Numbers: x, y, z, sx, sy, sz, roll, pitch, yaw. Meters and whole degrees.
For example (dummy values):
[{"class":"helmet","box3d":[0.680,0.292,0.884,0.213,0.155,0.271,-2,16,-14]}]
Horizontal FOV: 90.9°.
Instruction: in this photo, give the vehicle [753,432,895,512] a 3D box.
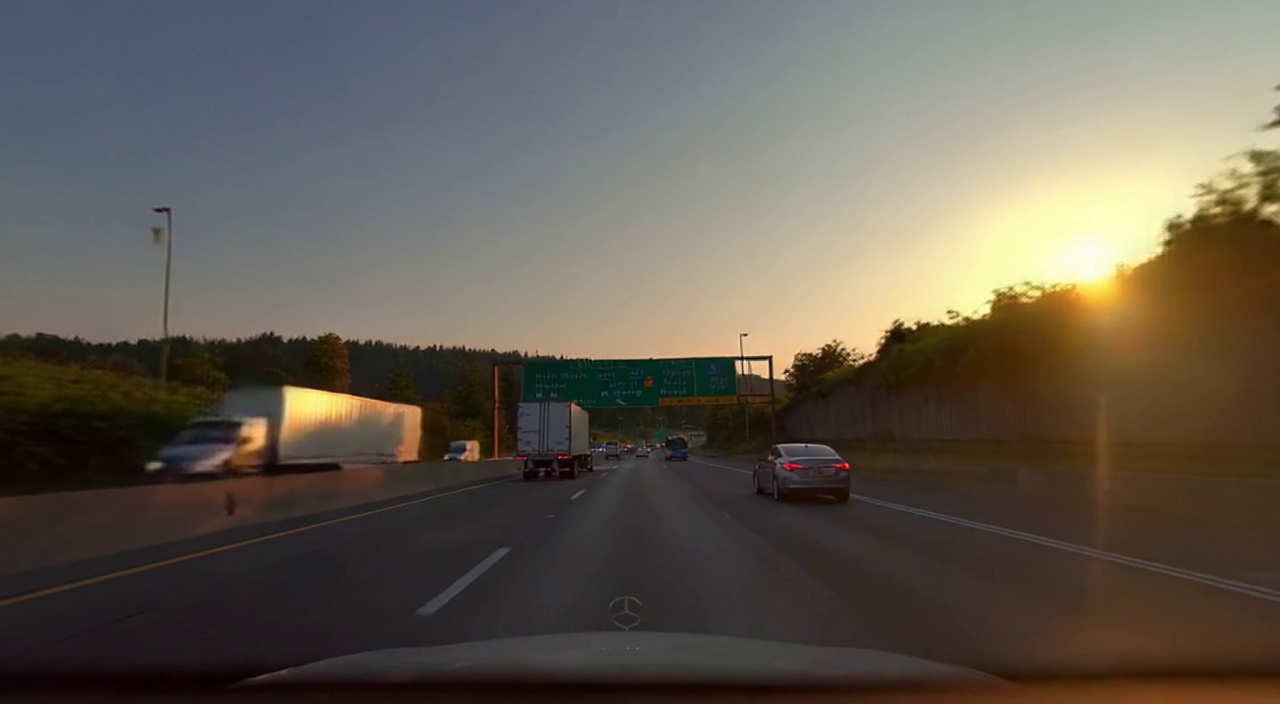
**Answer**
[{"class":"vehicle","box3d":[4.008,2.695,14.529,1.983,1.545,4.038,0,-9,-1]}]

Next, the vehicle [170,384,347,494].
[{"class":"vehicle","box3d":[-15.130,3.589,25.781,3.079,3.910,6.429,0,-9,0]}]

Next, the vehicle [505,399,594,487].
[{"class":"vehicle","box3d":[-3.539,3.824,26.330,2.667,3.195,6.731,0,-9,0]}]
